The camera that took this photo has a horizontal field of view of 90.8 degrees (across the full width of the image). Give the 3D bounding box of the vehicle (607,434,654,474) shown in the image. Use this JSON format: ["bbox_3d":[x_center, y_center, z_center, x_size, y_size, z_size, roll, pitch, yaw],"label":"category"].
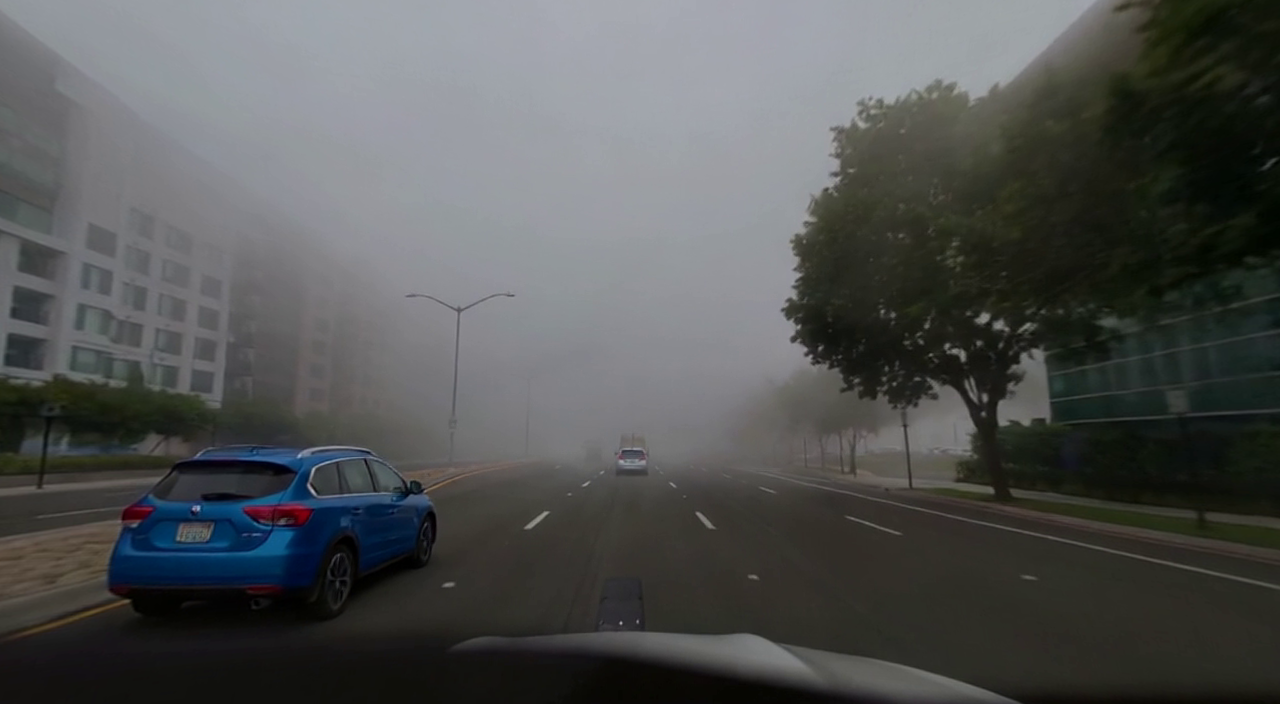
[{"bbox_3d":[-0.464,5.224,32.507,2.260,1.872,4.578,0,-9,0],"label":"vehicle"}]

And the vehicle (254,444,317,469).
[{"bbox_3d":[-27.008,7.958,48.331,1.992,1.798,4.987,0,-9,-1],"label":"vehicle"}]
